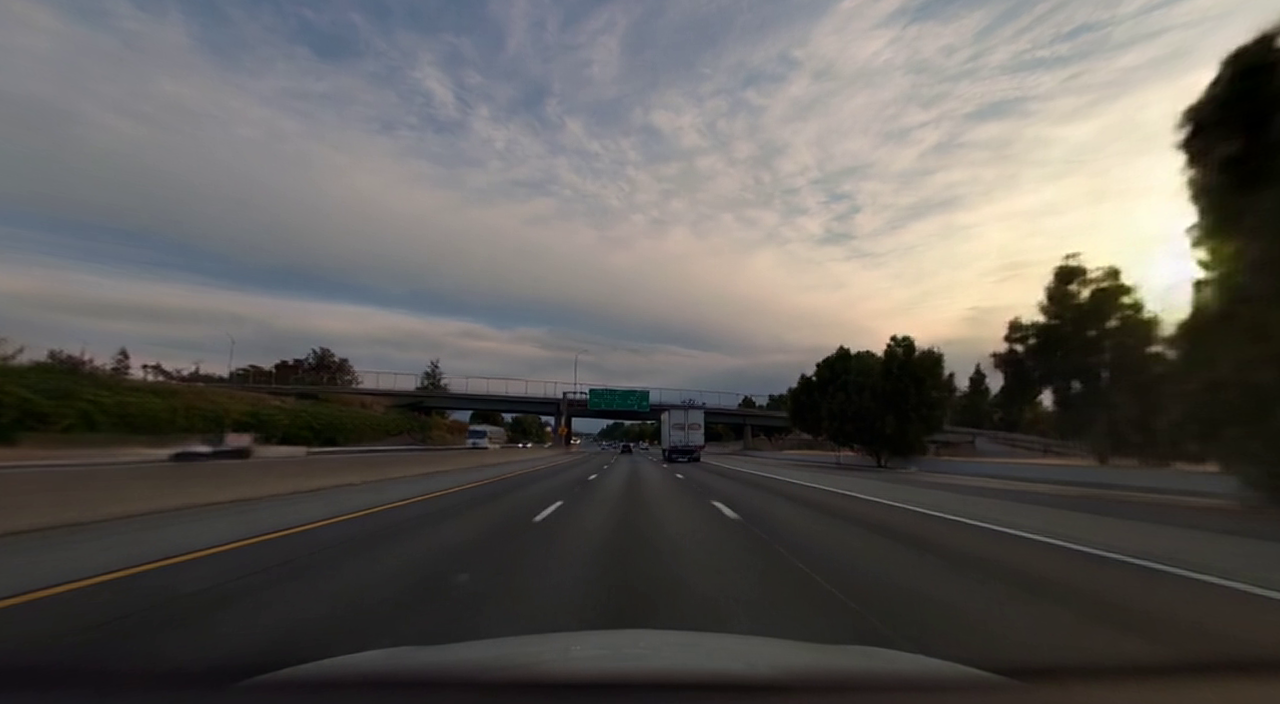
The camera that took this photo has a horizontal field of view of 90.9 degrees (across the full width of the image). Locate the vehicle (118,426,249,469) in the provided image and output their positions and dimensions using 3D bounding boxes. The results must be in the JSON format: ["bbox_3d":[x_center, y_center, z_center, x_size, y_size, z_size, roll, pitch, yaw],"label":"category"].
[{"bbox_3d":[-18.132,3.842,25.356,1.888,1.570,4.568,0,-9,-1],"label":"vehicle"}]
